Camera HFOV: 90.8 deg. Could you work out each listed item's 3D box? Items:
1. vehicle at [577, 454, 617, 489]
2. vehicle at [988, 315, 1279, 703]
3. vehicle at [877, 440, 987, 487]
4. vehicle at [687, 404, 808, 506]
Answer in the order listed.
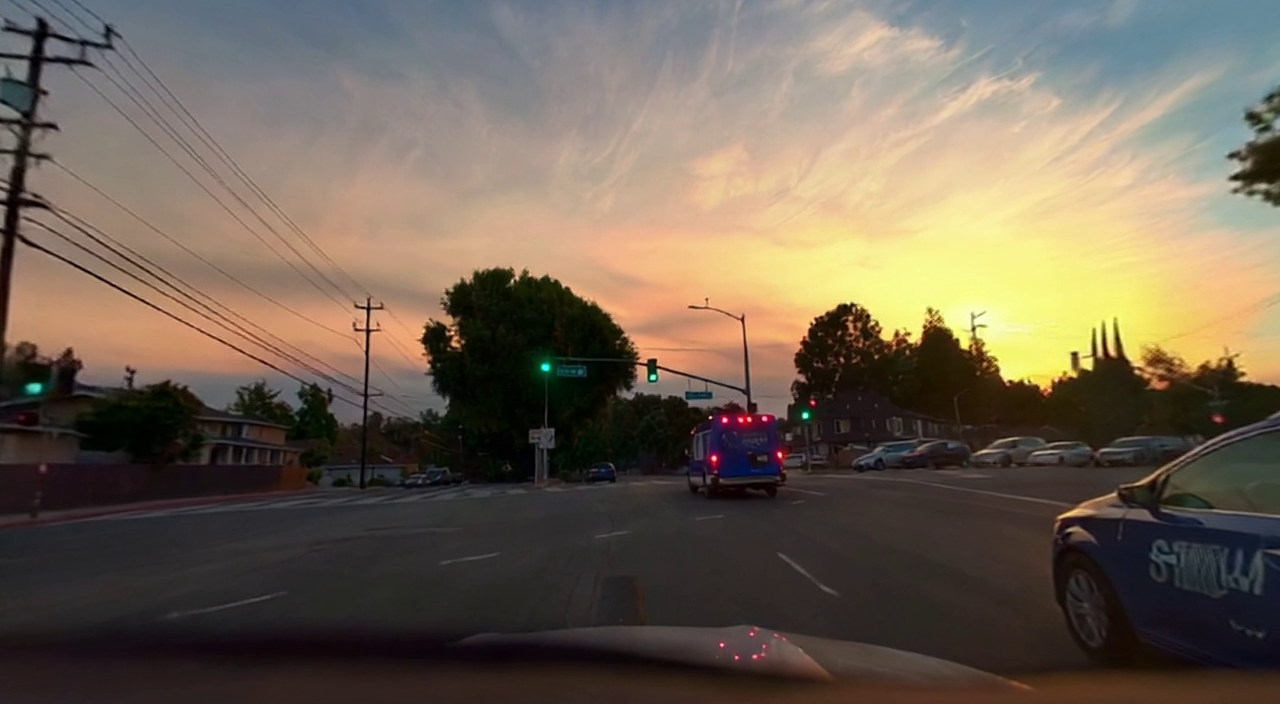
[{"bbox_3d":[-2.439,6.586,35.082,2.114,1.707,3.725,0,-8,-6],"label":"vehicle"},{"bbox_3d":[3.987,0.788,2.792,2.194,1.922,4.822,-1,-8,1],"label":"vehicle"},{"bbox_3d":[11.579,4.322,24.895,4.897,1.675,2.032,7,-11,-41],"label":"vehicle"},{"bbox_3d":[3.069,3.131,19.586,2.406,2.687,5.521,0,-8,-4],"label":"vehicle"}]
